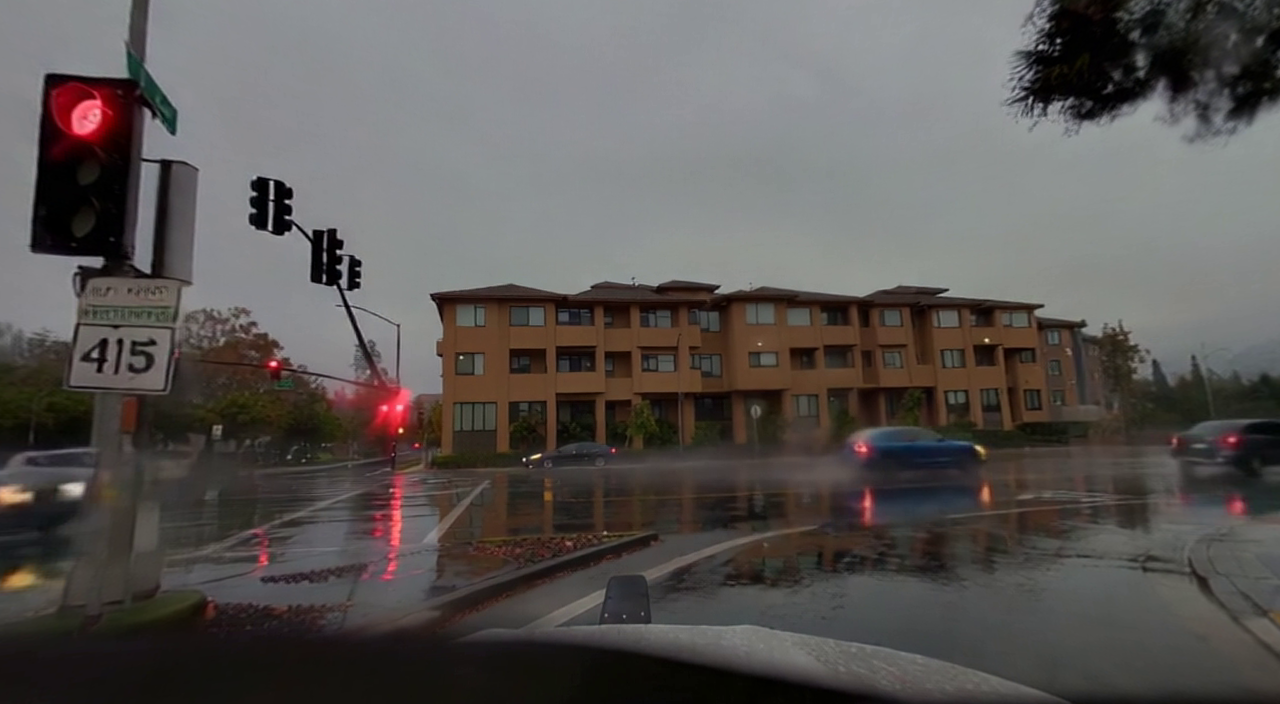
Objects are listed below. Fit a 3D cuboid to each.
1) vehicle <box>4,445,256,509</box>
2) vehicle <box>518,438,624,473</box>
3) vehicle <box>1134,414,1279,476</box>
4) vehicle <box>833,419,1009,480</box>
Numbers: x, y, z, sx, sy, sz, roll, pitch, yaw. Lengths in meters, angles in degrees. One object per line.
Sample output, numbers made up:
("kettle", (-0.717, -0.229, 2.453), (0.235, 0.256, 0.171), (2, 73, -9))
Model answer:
("vehicle", (-13.102, 3.205, 16.605), (4.691, 1.478, 1.908), (2, -9, -16))
("vehicle", (-2.986, 4.434, 27.238), (4.289, 1.415, 1.774), (2, -9, -17))
("vehicle", (17.330, 2.731, 18.544), (4.581, 1.650, 1.958), (2, -9, -16))
("vehicle", (8.520, 2.945, 19.233), (4.711, 1.688, 1.915), (2, -9, -17))
